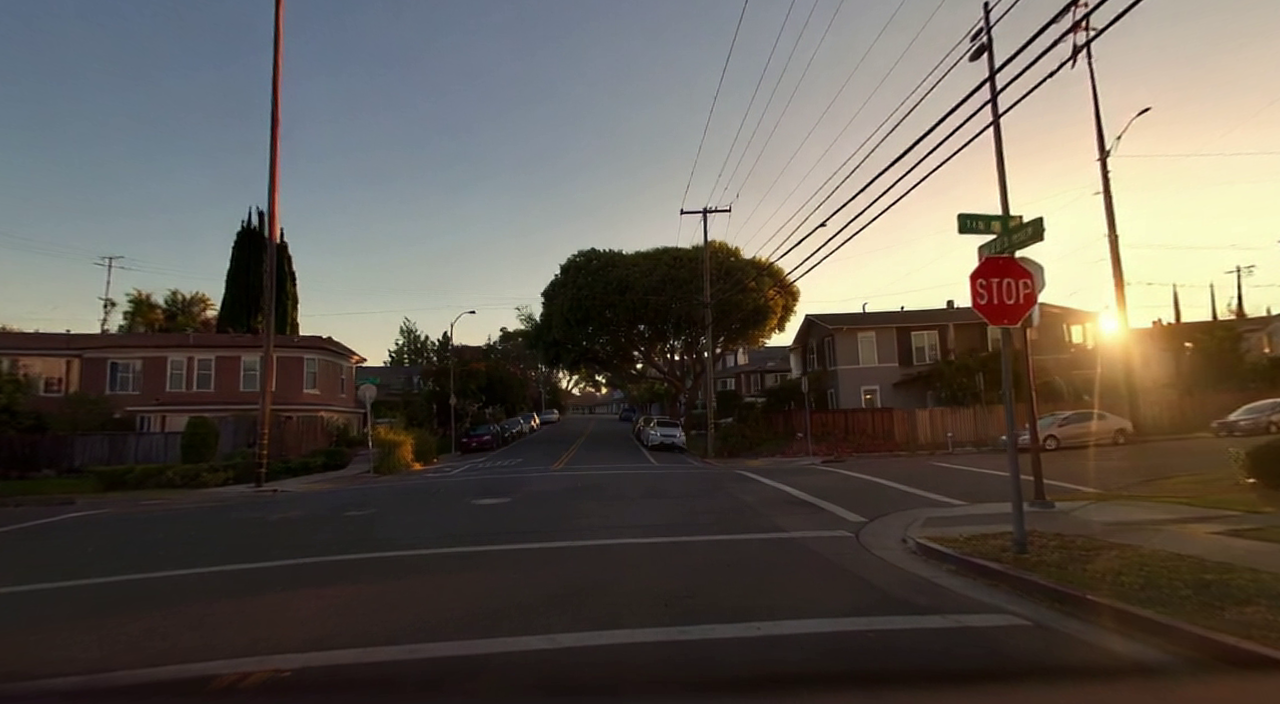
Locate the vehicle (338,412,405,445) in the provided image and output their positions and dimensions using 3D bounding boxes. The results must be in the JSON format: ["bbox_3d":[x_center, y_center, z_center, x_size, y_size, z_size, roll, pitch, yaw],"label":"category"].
[{"bbox_3d":[-14.848,4.333,35.267,1.992,1.678,4.658,0,-8,-5],"label":"vehicle"}]

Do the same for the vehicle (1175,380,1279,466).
[{"bbox_3d":[15.443,1.693,14.785,4.389,1.818,2.062,2,-9,-13],"label":"vehicle"}]

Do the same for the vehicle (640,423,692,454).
[{"bbox_3d":[1.260,4.462,32.494,2.120,1.487,4.360,0,-8,-5],"label":"vehicle"}]

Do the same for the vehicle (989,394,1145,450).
[{"bbox_3d":[16.861,2.814,25.051,4.985,2.088,2.141,2,-9,-13],"label":"vehicle"}]

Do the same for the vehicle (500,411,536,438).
[{"bbox_3d":[-9.356,5.642,48.777,2.104,1.898,4.396,0,-8,-3],"label":"vehicle"}]

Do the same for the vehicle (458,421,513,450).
[{"bbox_3d":[-8.826,4.882,36.538,2.065,1.553,4.636,0,-8,-1],"label":"vehicle"}]
